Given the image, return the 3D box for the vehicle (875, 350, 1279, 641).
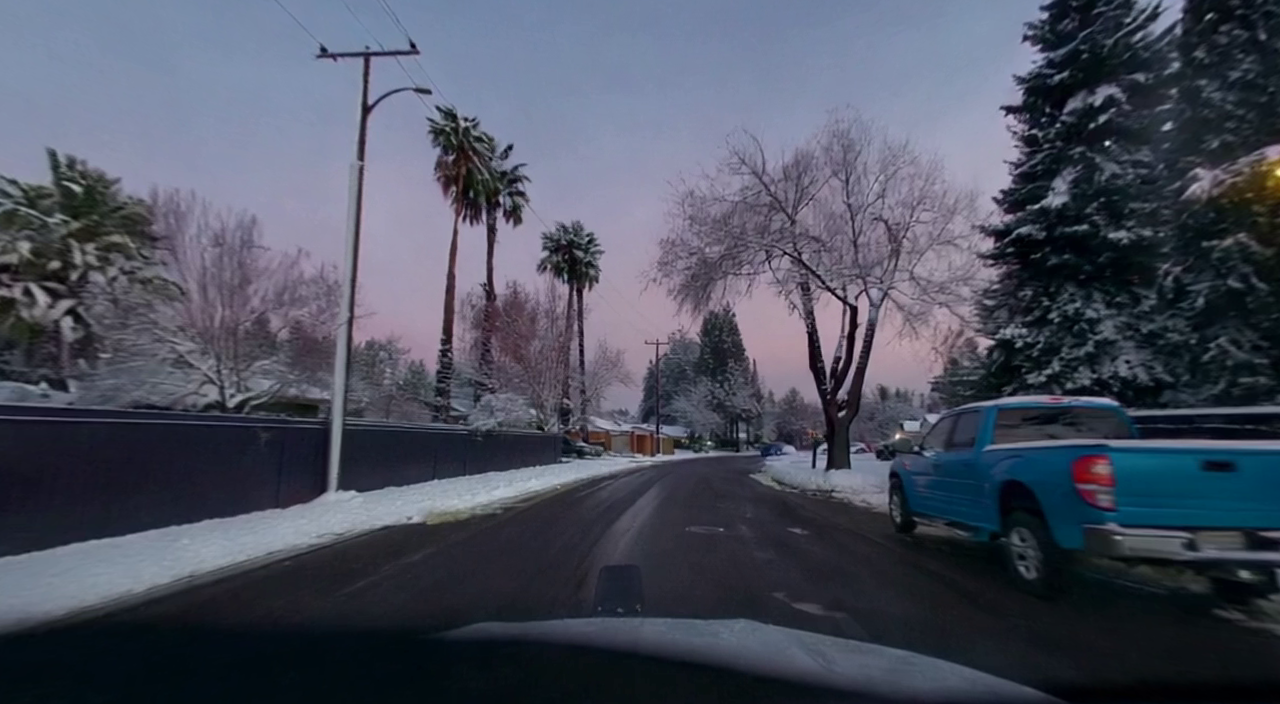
[{"bbox_3d":[4.750,1.394,7.210,2.467,2.034,5.470,-1,-8,5],"label":"vehicle"}]
